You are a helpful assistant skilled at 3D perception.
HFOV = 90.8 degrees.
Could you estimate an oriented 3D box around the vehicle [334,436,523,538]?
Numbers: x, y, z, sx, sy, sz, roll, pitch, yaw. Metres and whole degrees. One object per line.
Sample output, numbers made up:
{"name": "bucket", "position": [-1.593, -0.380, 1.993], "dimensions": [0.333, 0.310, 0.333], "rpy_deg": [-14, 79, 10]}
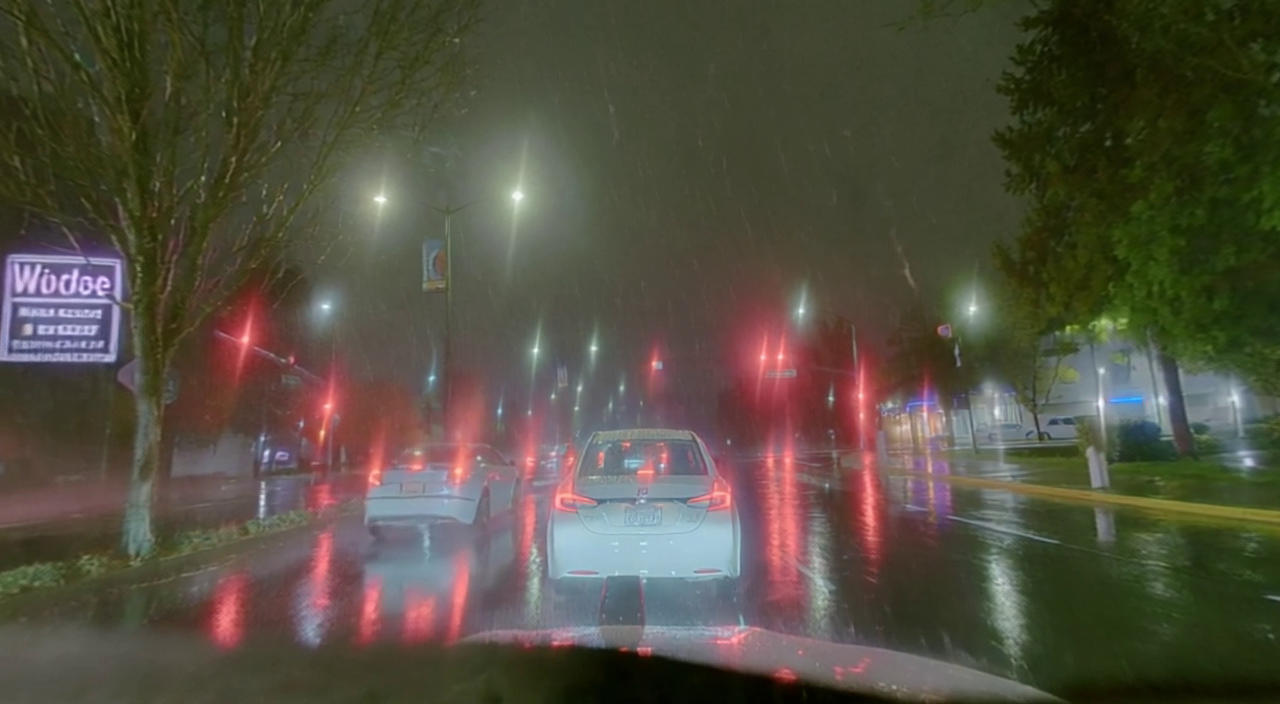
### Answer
{"name": "vehicle", "position": [-3.447, 2.267, 11.326], "dimensions": [1.952, 1.431, 4.383], "rpy_deg": [0, -8, -1]}

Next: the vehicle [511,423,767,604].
{"name": "vehicle", "position": [-0.064, 1.638, 7.298], "dimensions": [2.126, 1.475, 3.967], "rpy_deg": [0, -8, -2]}
